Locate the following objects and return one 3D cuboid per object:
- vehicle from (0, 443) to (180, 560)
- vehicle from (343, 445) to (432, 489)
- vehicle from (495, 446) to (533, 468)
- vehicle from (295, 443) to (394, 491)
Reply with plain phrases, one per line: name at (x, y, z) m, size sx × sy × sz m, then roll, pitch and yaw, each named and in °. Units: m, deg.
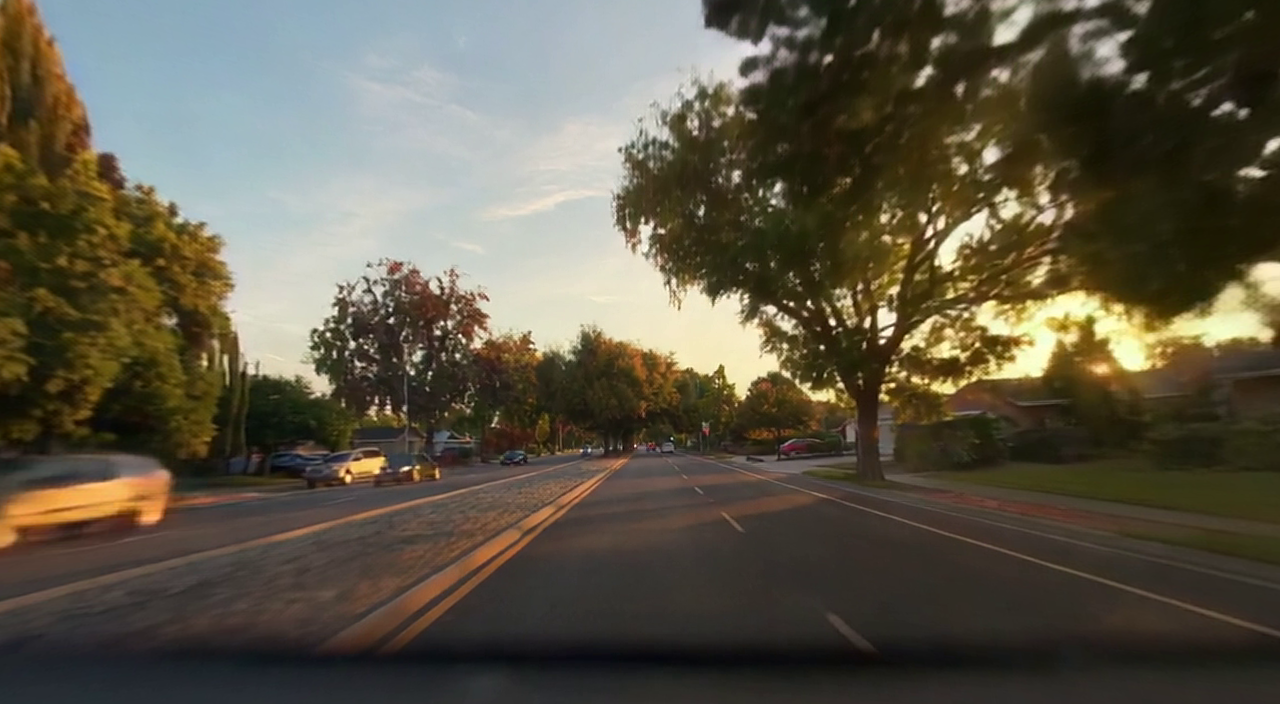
vehicle at (-10.265, 2.399, 10.647) m, size 1.962 × 1.680 × 3.925 m, roll -1°, pitch -8°, yaw 0°
vehicle at (-10.343, 4.727, 26.229) m, size 1.913 × 1.641 × 4.243 m, roll -1°, pitch -8°, yaw 0°
vehicle at (-9.467, 7.899, 47.616) m, size 1.937 × 1.481 × 4.467 m, roll -1°, pitch -8°, yaw 1°
vehicle at (-14.224, 5.489, 30.770) m, size 2.071 × 1.899 × 5.640 m, roll -4°, pitch -8°, yaw 1°
